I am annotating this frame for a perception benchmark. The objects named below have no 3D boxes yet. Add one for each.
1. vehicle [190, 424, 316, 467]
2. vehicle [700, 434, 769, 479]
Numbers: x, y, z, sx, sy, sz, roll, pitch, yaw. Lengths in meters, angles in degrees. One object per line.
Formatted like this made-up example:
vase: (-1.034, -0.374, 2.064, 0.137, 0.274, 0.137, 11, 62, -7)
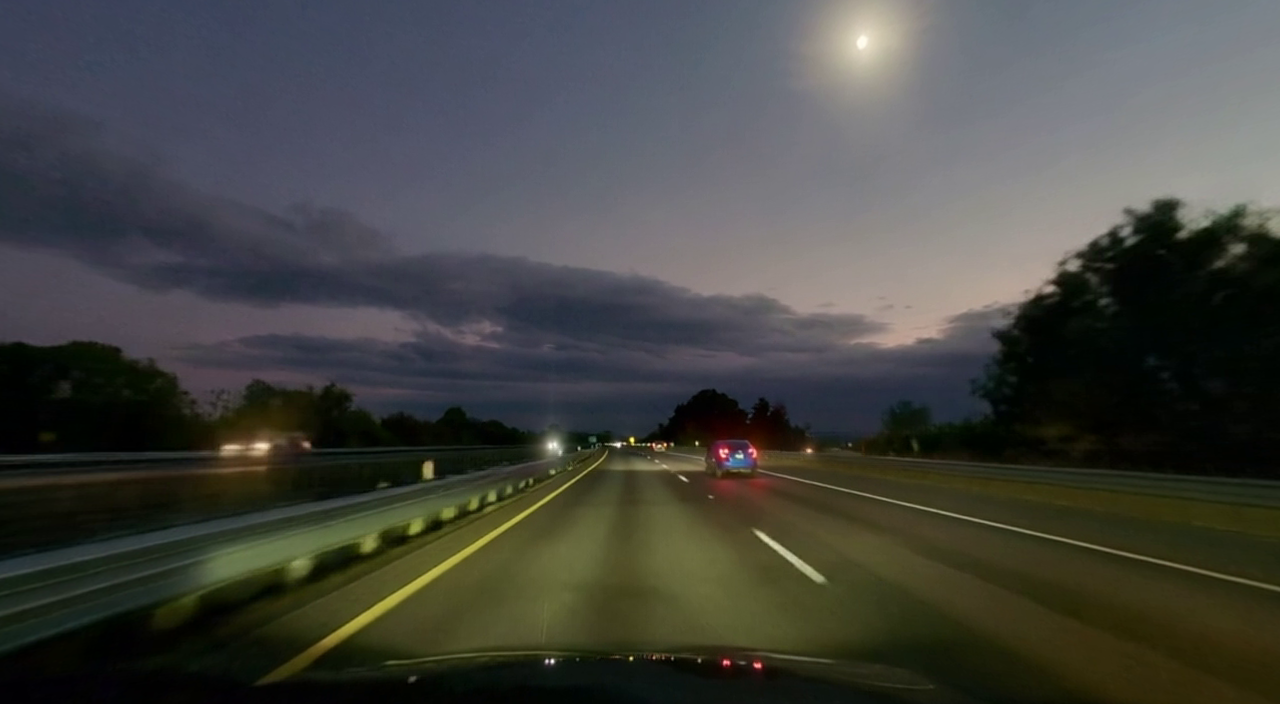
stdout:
vehicle: (-16.648, 4.052, 27.434, 2.184, 1.667, 5.019, -1, -8, 2)
vehicle: (3.429, 3.879, 23.598, 1.945, 1.538, 3.729, 0, -8, -1)
